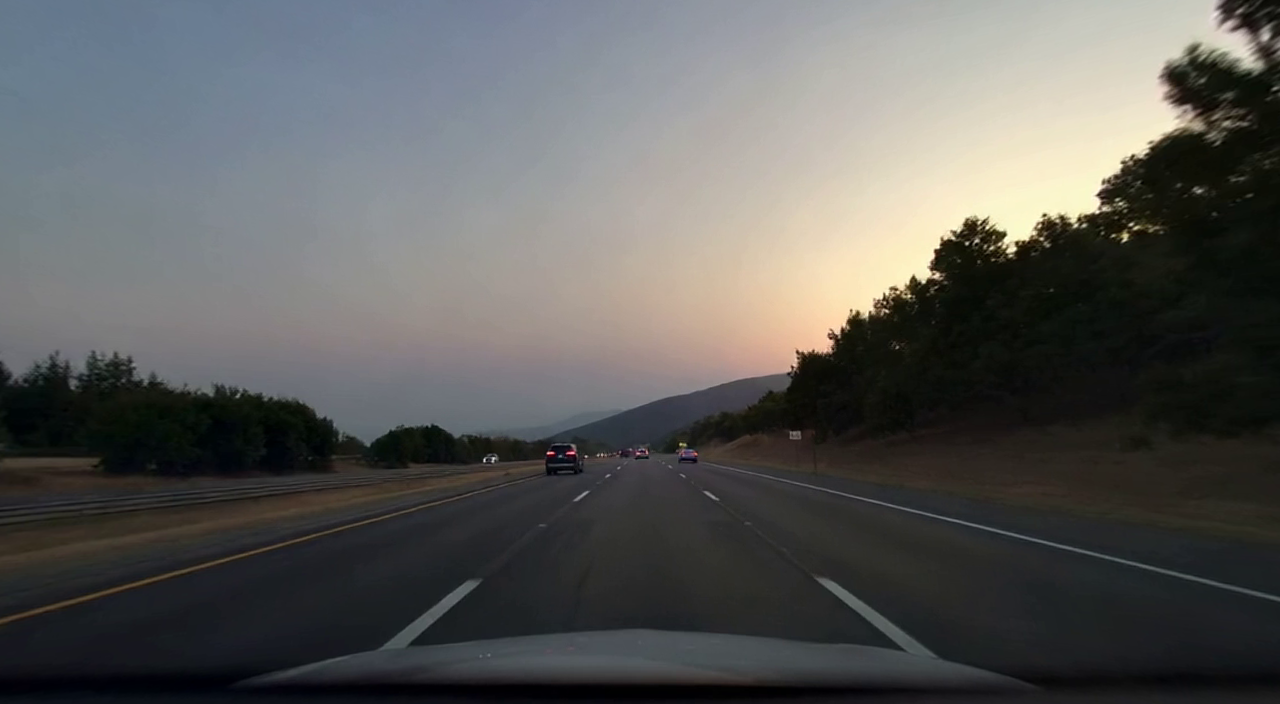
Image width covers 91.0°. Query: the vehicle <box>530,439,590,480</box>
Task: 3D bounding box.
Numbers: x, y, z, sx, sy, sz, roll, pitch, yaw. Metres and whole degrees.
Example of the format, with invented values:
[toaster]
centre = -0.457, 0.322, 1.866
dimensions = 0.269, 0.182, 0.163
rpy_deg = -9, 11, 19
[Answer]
[vehicle]
centre = -3.583, 4.924, 29.035
dimensions = 2.070, 1.707, 4.309
rpy_deg = 0, -9, 2
